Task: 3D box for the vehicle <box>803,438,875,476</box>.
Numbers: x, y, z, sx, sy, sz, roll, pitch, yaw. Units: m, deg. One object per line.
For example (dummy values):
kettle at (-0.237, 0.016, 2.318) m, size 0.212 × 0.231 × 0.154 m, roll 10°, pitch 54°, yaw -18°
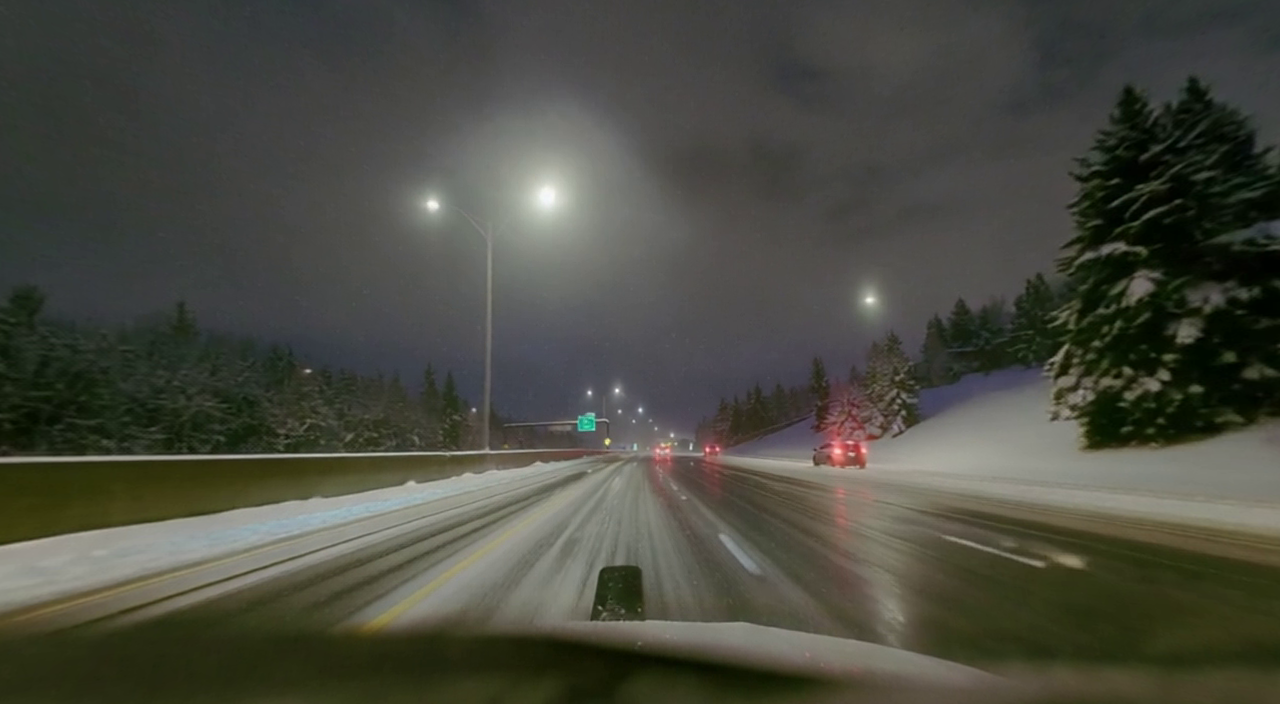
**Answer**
vehicle at (10.100, 5.362, 32.365) m, size 2.167 × 1.781 × 4.340 m, roll 0°, pitch -9°, yaw -1°
